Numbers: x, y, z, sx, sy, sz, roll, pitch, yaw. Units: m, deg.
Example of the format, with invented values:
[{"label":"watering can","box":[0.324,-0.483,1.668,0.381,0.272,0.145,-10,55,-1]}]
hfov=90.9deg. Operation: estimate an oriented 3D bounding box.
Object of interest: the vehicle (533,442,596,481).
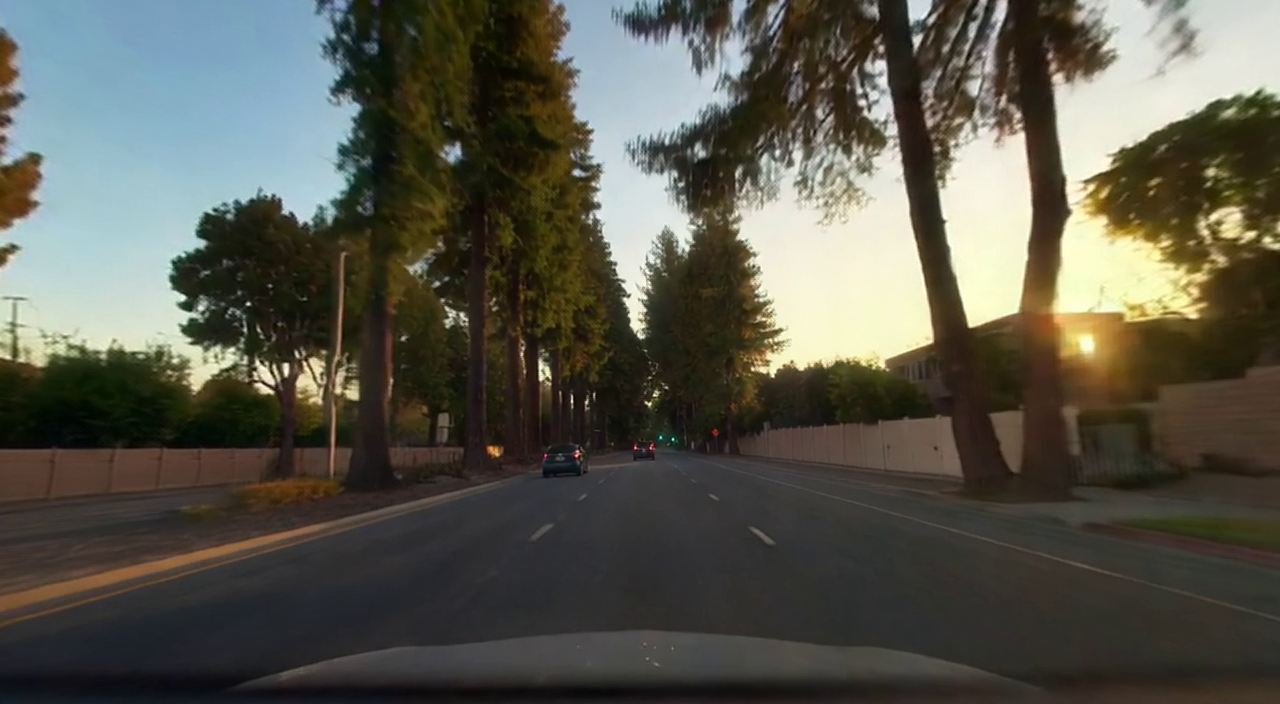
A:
[{"label":"vehicle","box":[-3.011,4.497,26.109,2.021,1.466,4.330,0,-9,1]}]
